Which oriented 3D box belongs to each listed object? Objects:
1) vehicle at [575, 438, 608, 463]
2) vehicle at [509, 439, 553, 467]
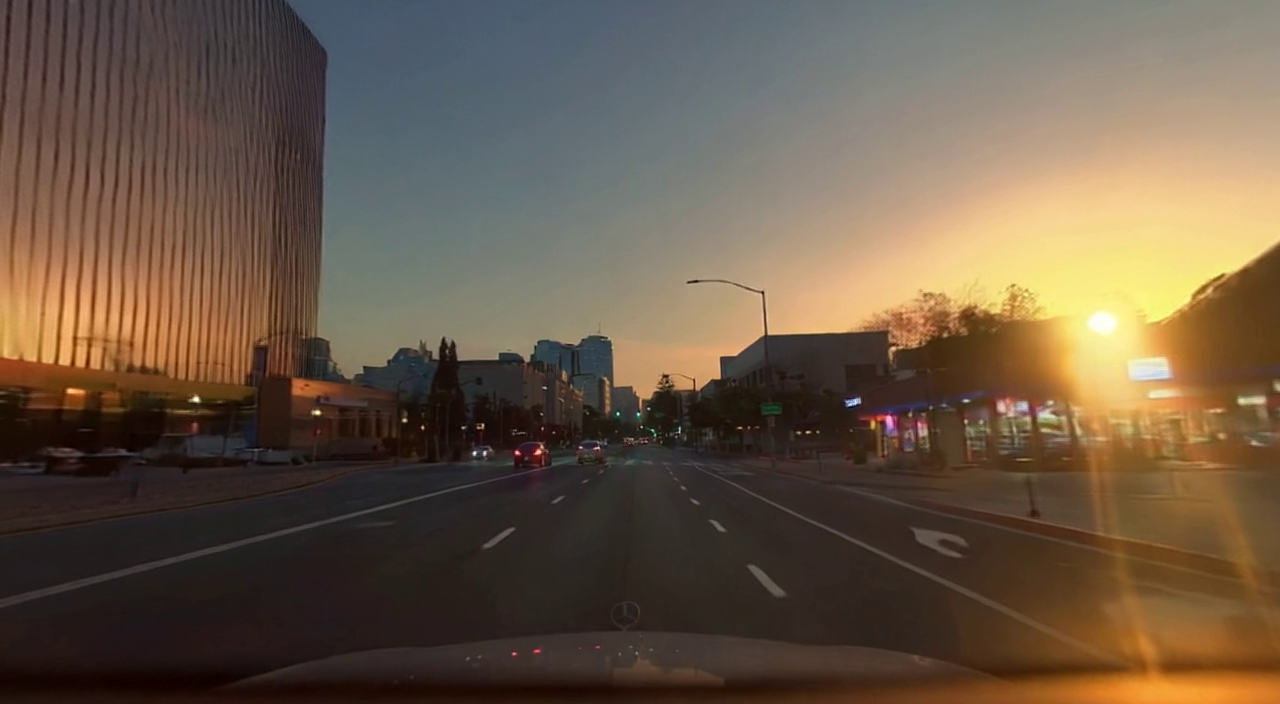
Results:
[{"bbox_3d":[-3.543,7.288,46.666,2.052,1.729,4.195,0,-9,0],"label":"vehicle"},{"bbox_3d":[-6.766,6.303,39.656,1.909,1.605,4.561,0,-9,1],"label":"vehicle"}]
